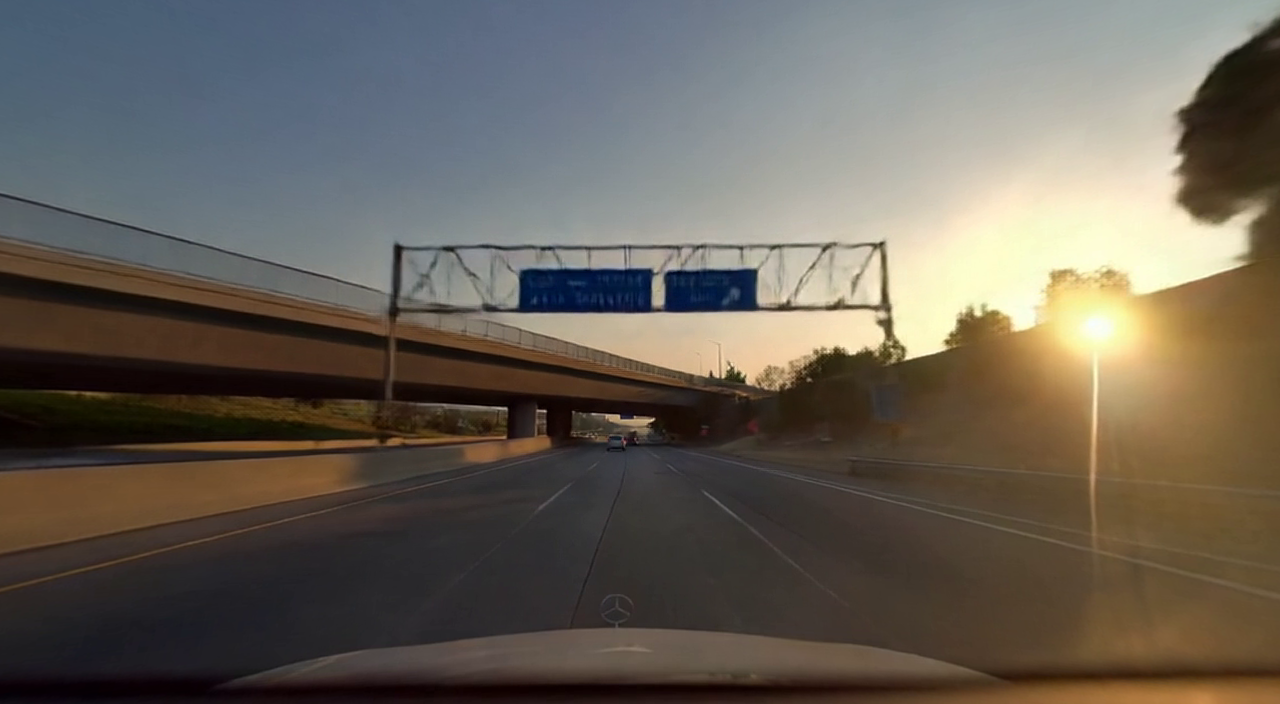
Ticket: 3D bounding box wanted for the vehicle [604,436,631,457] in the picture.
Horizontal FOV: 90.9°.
[{"bbox_3d":[-1.671,7.087,47.621,1.993,1.519,4.046,0,-8,-1],"label":"vehicle"}]
